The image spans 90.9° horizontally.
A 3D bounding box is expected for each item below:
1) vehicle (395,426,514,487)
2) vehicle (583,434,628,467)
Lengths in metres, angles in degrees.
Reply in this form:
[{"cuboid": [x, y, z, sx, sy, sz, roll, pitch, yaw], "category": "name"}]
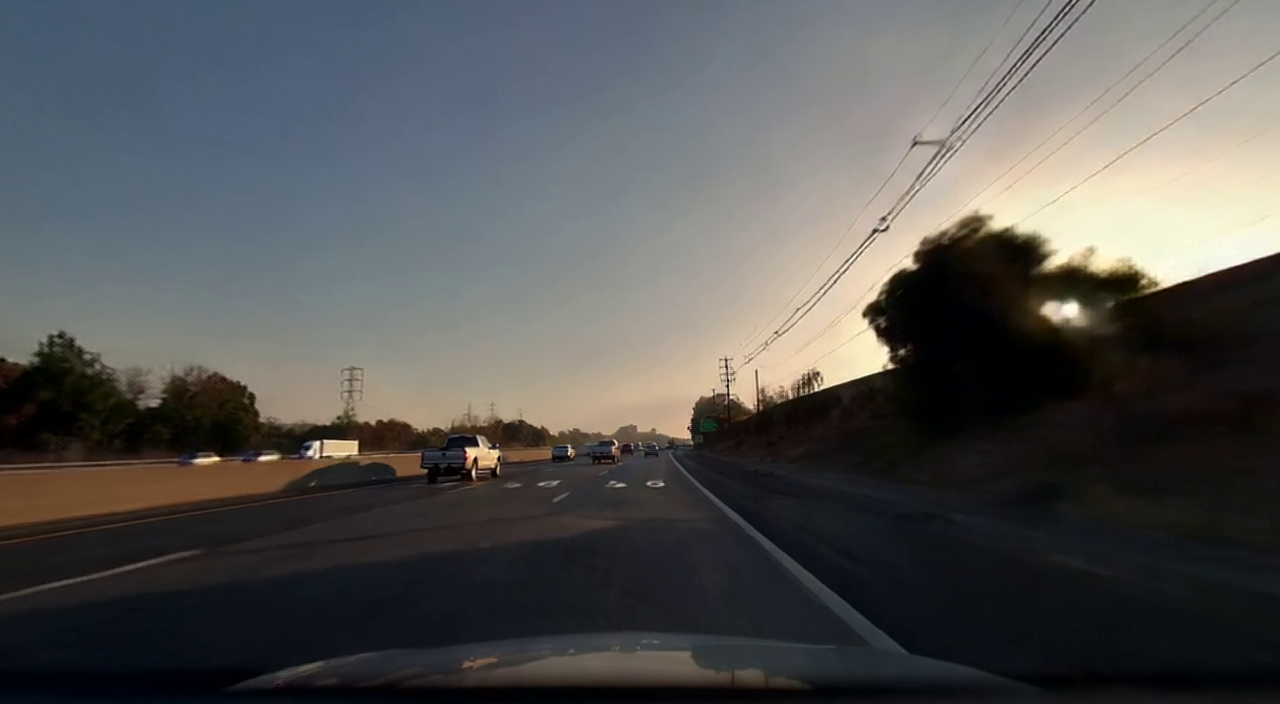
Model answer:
[{"cuboid": [-6.790, 3.953, 24.190, 2.460, 1.992, 6.474, 0, -8, 1], "category": "vehicle"}, {"cuboid": [-2.195, 6.491, 41.779, 2.448, 2.025, 5.193, -1, -8, 3], "category": "vehicle"}]
